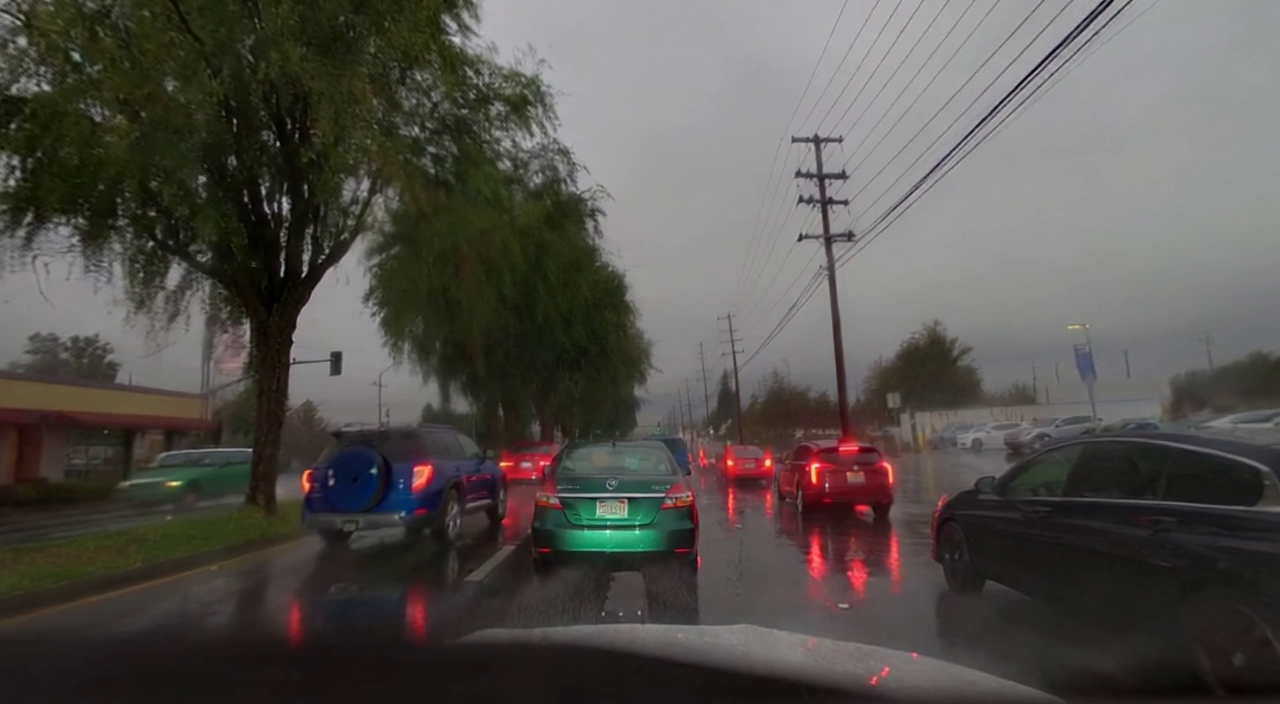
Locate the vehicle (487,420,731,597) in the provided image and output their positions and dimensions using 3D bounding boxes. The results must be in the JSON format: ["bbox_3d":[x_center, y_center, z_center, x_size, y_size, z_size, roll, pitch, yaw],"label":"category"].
[{"bbox_3d":[-0.313,1.637,7.422,2.097,1.511,3.809,0,-9,-2],"label":"vehicle"}]

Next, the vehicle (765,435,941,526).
[{"bbox_3d":[3.934,2.446,12.594,1.909,1.473,4.361,0,-9,-1],"label":"vehicle"}]

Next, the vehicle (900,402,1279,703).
[{"bbox_3d":[3.666,1.190,4.189,1.929,1.479,4.723,0,-9,1],"label":"vehicle"}]

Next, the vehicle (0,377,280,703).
[{"bbox_3d":[-2.865,0.693,0.954,1.984,1.496,4.530,0,-9,0],"label":"vehicle"}]

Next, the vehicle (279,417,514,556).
[{"bbox_3d":[-3.414,1.972,9.942,1.979,1.697,4.254,0,-9,0],"label":"vehicle"}]
